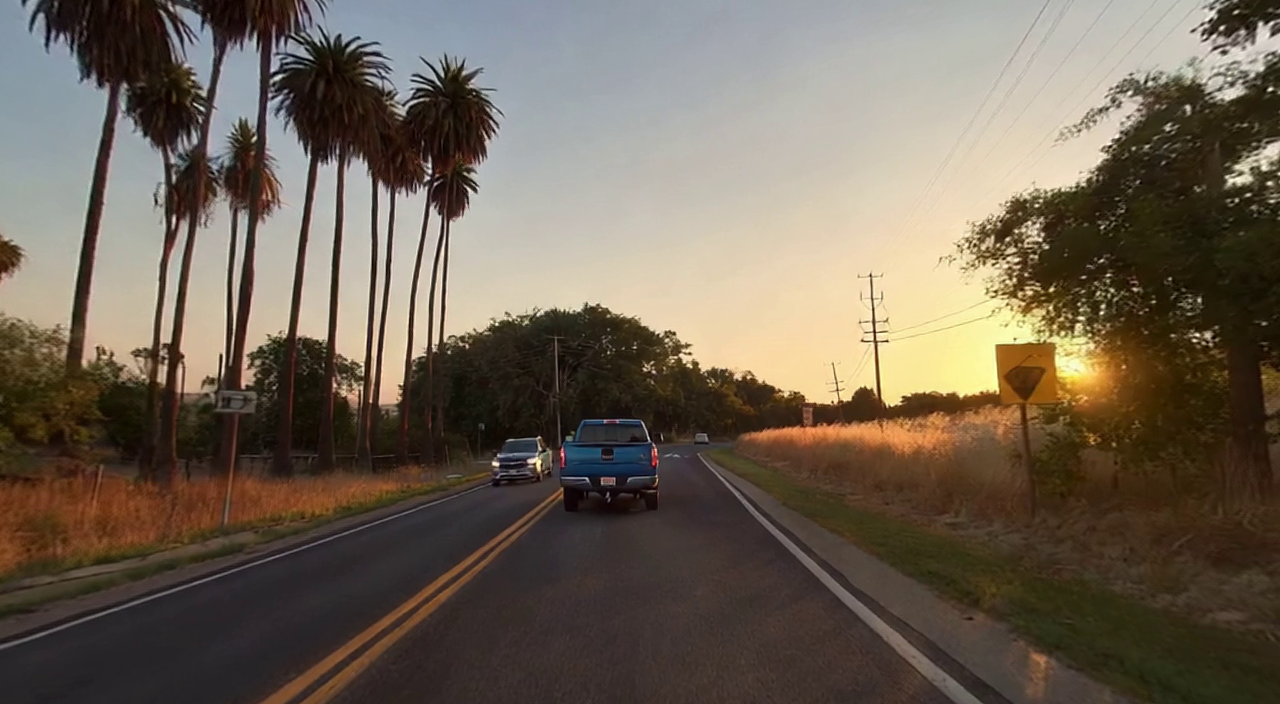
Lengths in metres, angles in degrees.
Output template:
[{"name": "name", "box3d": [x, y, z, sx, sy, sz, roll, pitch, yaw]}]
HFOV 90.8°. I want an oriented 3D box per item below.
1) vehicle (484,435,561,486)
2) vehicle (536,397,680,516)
[{"name": "vehicle", "box3d": [-4.610, 4.319, 25.534, 2.128, 1.834, 4.877, 0, -8, 0]}, {"name": "vehicle", "box3d": [-0.671, 2.400, 14.909, 2.693, 2.223, 5.885, 0, -8, -1]}]
